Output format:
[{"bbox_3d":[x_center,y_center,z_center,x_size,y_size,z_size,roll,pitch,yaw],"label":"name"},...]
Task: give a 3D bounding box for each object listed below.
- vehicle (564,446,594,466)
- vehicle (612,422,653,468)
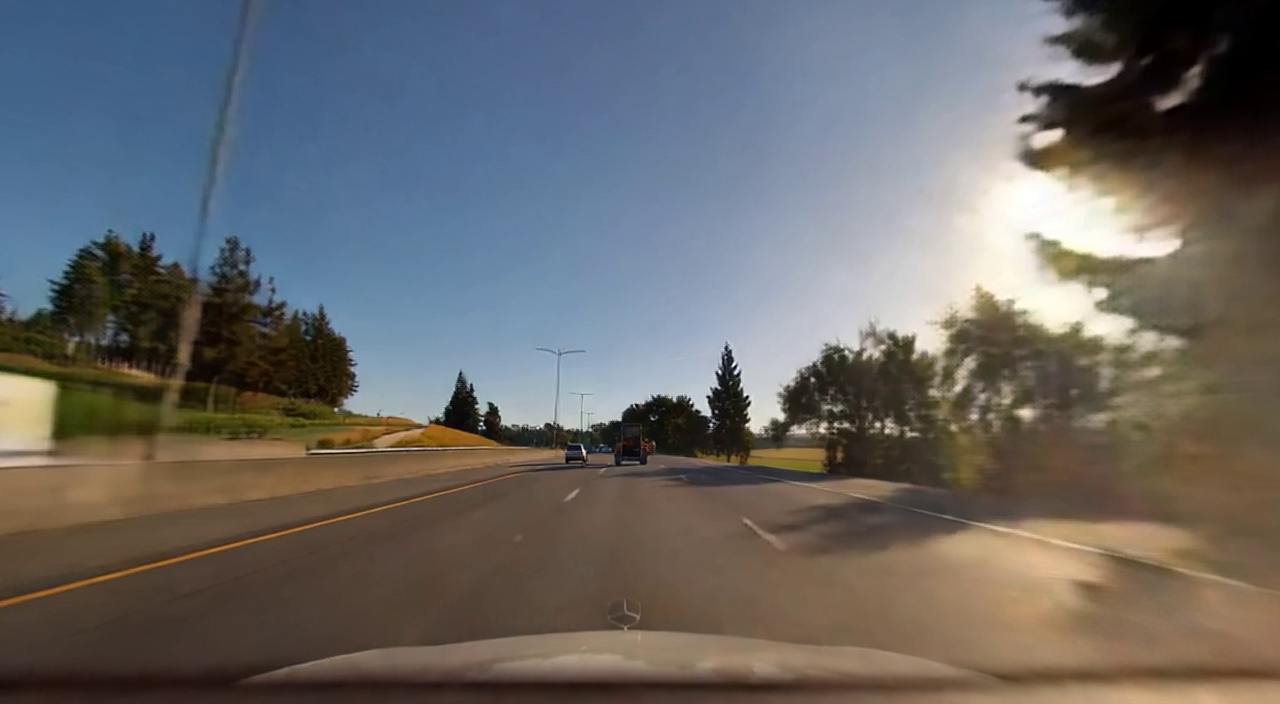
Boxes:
[{"bbox_3d":[-4.649,7.965,48.557,1.991,1.484,4.110,0,-9,-1],"label":"vehicle"},{"bbox_3d":[-0.610,6.701,45.479,2.672,3.056,6.900,0,-9,-2],"label":"vehicle"}]
